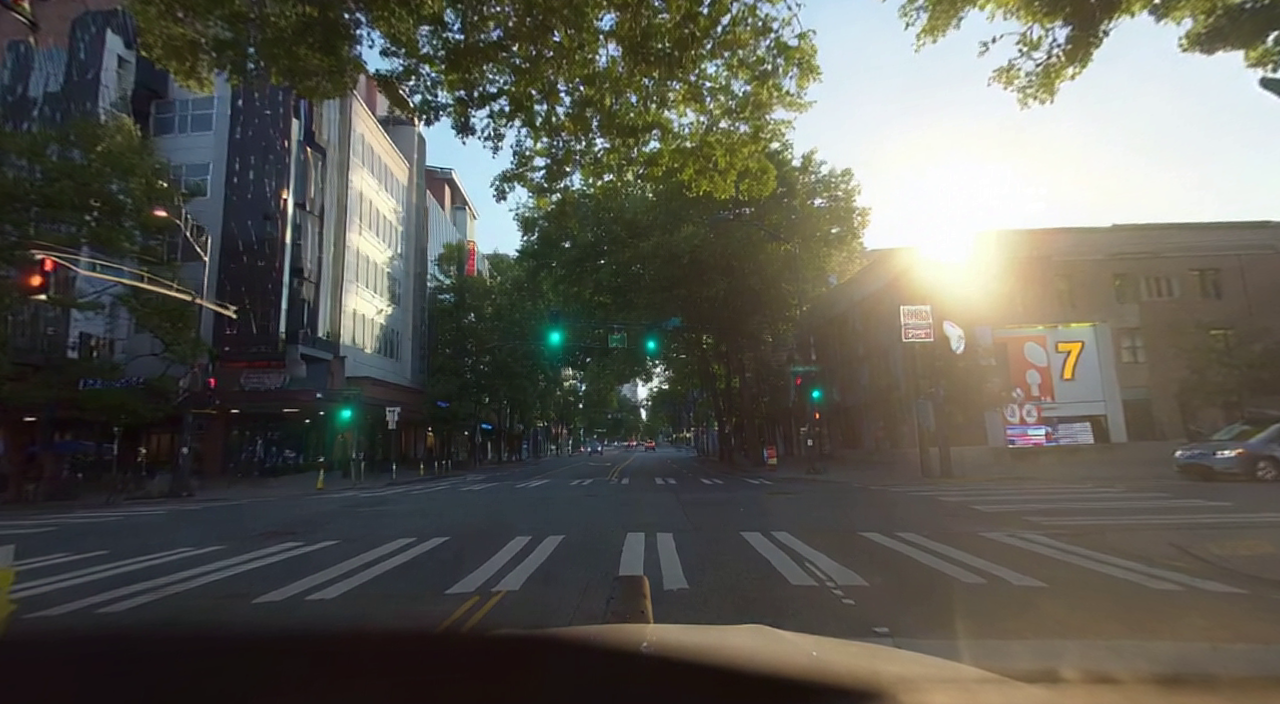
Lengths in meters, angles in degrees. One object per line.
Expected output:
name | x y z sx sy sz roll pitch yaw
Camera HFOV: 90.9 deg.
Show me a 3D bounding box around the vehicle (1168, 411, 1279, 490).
vehicle | 16.343 2.403 15.494 4.836 1.795 1.957 0 -8 0
